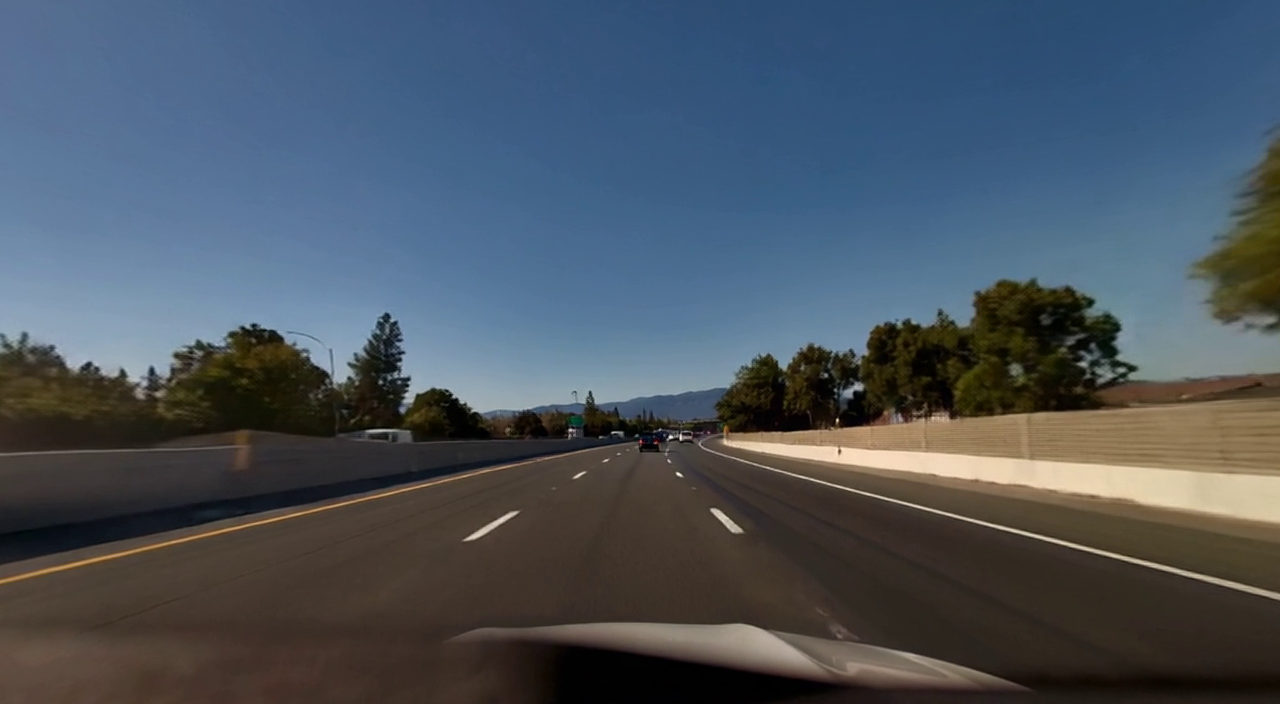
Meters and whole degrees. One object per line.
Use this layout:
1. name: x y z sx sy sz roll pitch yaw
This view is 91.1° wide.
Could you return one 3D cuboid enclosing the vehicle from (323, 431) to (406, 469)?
1. vehicle: -14.456 5.154 33.357 2.211 1.875 4.704 0 -8 1
